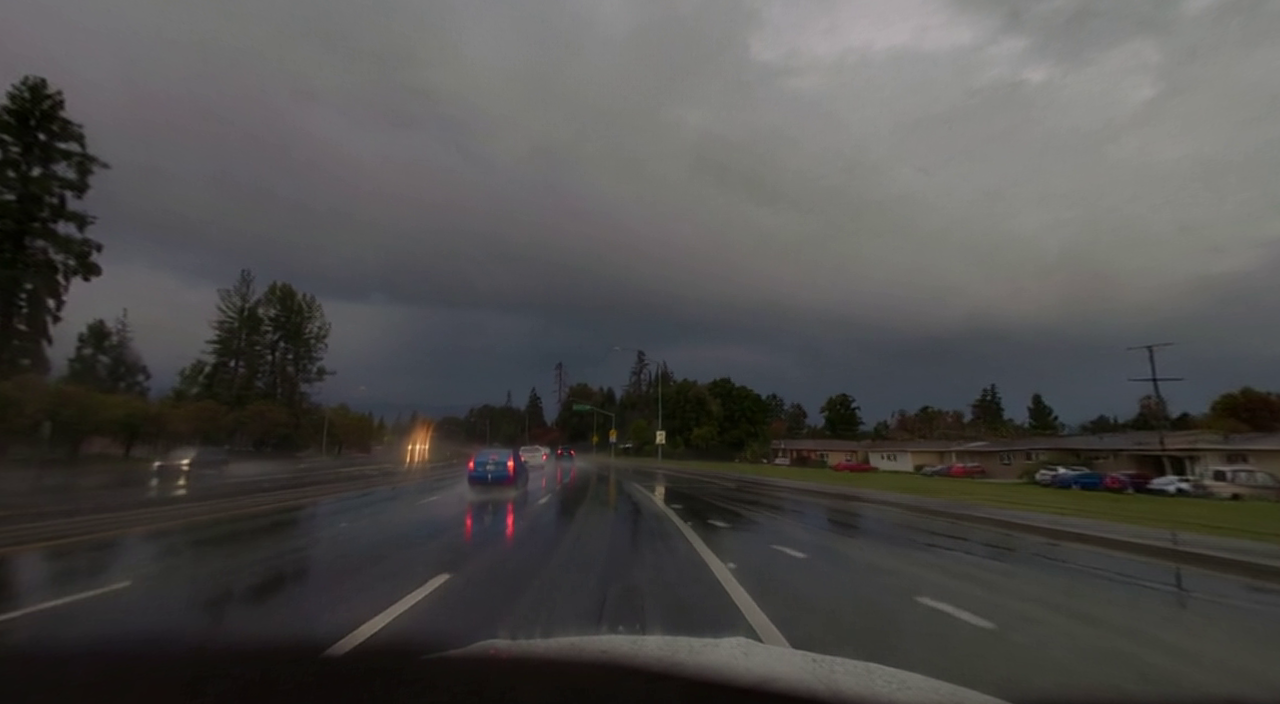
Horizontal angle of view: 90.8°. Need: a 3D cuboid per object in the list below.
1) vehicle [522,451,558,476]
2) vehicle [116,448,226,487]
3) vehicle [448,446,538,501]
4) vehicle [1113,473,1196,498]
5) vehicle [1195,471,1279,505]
[{"bbox_3d":[-6.340,7.101,40.425,1.904,1.476,3.736,0,-8,-4],"label":"vehicle"},{"bbox_3d":[-20.661,5.063,28.072,1.844,1.582,4.218,0,-8,-4],"label":"vehicle"},{"bbox_3d":[-4.746,3.952,21.083,2.098,1.613,4.606,0,-8,-3],"label":"vehicle"},{"bbox_3d":[36.074,9.345,44.427,1.721,1.487,4.510,1,-9,-6],"label":"vehicle"},{"bbox_3d":[37.086,8.188,38.238,1.973,1.671,5.072,1,-9,-6],"label":"vehicle"}]
